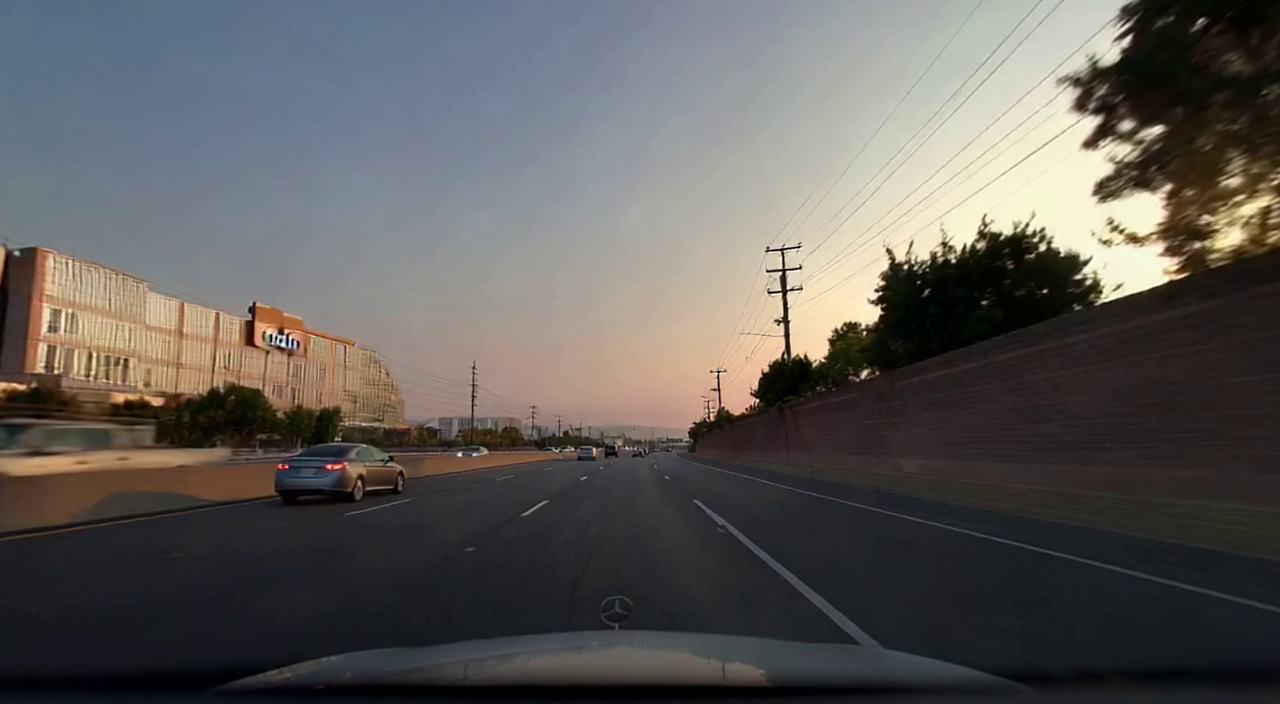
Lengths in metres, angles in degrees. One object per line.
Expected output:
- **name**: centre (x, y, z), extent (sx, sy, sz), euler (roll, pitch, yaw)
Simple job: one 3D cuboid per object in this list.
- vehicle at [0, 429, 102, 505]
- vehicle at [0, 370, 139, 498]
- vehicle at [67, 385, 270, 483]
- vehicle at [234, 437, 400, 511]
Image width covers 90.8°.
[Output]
- **vehicle**: centre (-14.556, 2.436, 13.355), extent (1.987, 1.595, 4.976), euler (0, -9, -1)
- **vehicle**: centre (-22.192, 2.461, 19.135), extent (2.983, 4.074, 13.437), euler (0, -8, 0)
- **vehicle**: centre (-22.261, 4.069, 30.830), extent (2.853, 4.066, 8.898), euler (0, -8, 0)
- **vehicle**: centre (-7.682, 2.917, 15.550), extent (2.013, 1.574, 3.923), euler (0, -8, -1)
